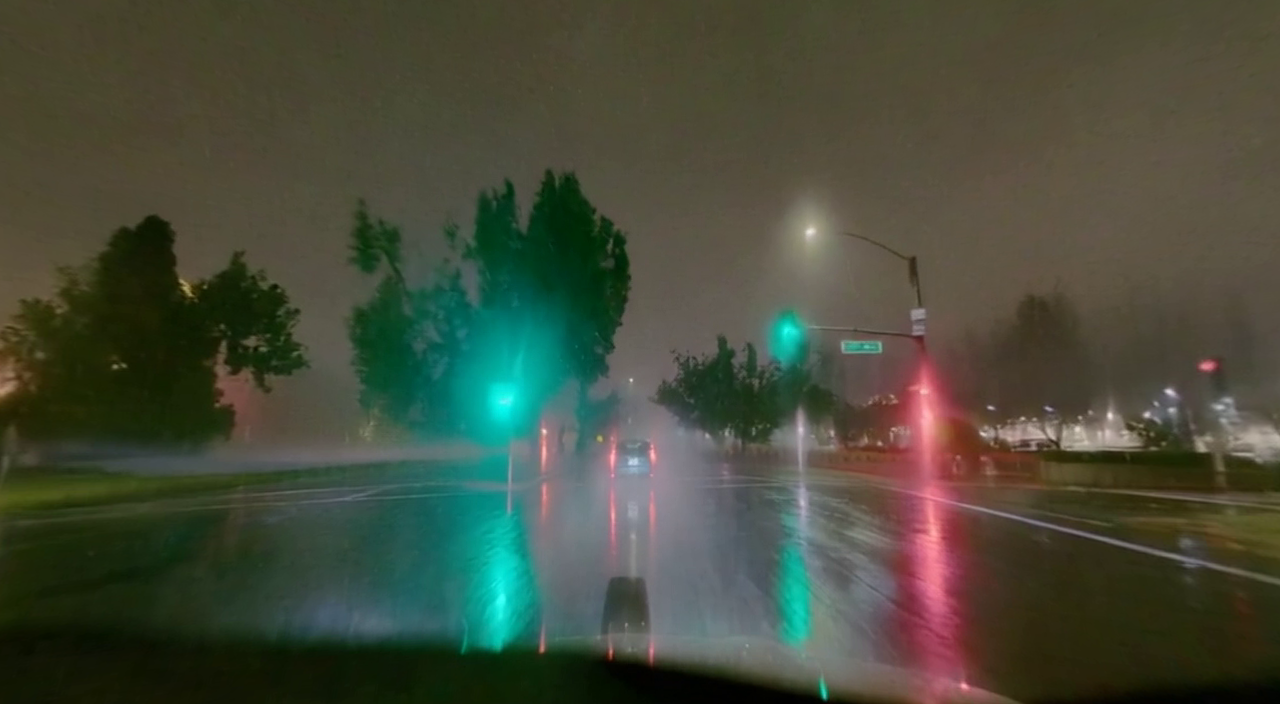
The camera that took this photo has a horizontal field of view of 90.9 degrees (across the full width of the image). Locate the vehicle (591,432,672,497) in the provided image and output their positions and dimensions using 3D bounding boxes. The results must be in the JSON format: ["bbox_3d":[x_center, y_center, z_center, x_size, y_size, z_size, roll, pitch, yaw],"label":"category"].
[{"bbox_3d":[-0.254,3.371,19.293,2.192,1.734,4.176,0,-9,0],"label":"vehicle"}]
